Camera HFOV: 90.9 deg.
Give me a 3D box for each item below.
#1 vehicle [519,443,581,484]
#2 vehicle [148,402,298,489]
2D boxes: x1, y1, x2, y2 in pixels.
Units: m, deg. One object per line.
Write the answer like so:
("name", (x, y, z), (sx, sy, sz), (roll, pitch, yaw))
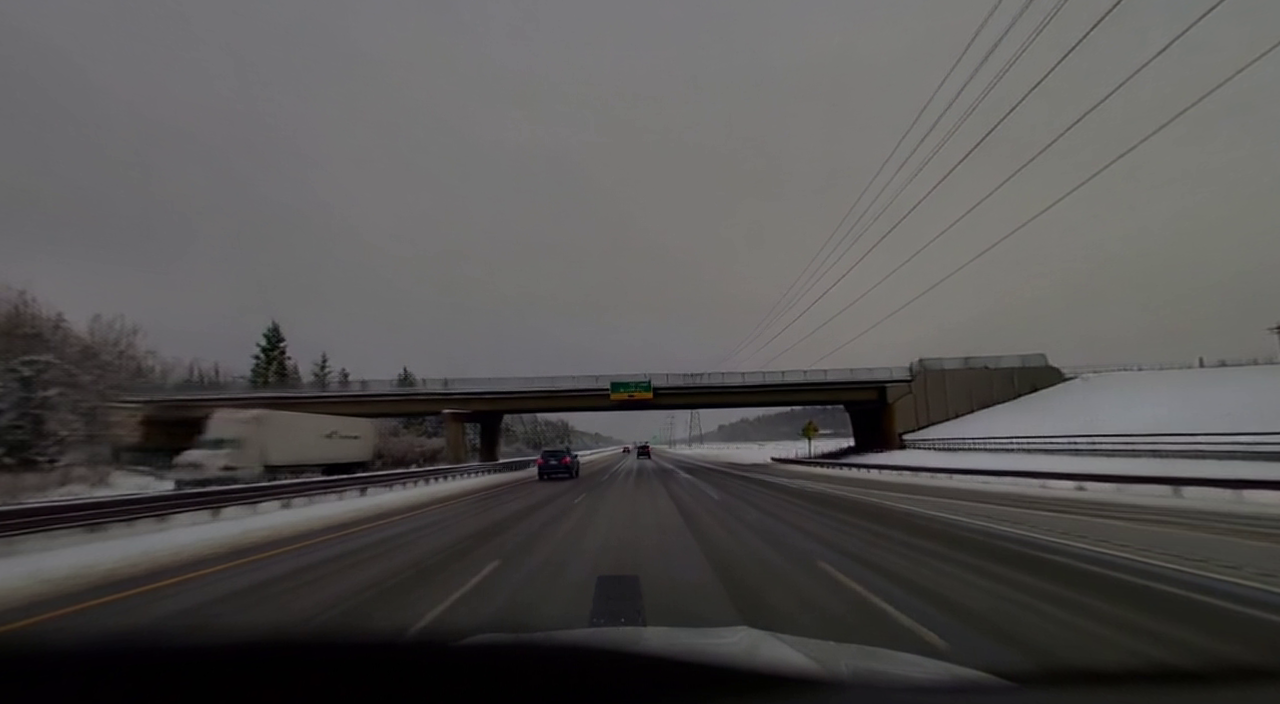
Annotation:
("vehicle", (-3.681, 4.664, 26.546), (1.924, 1.550, 4.165), (0, -9, 1))
("vehicle", (-19.991, 4.581, 30.795), (2.948, 3.804, 6.105), (0, -9, 0))
